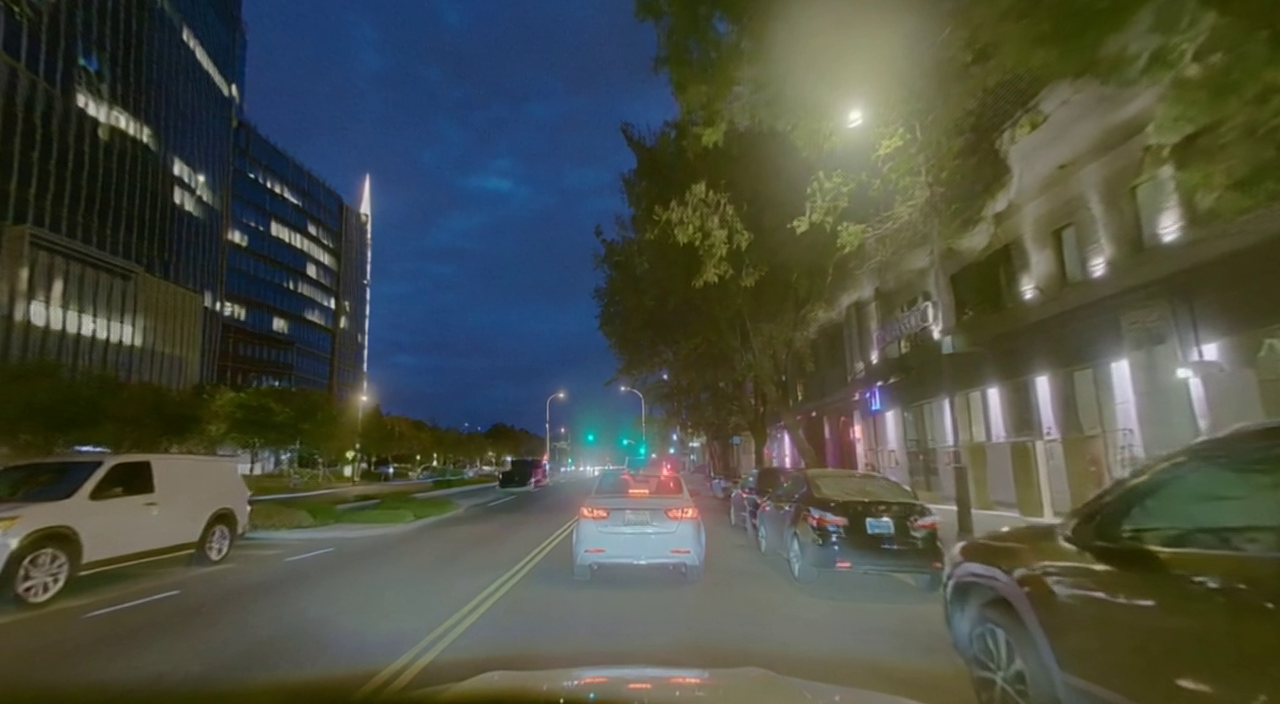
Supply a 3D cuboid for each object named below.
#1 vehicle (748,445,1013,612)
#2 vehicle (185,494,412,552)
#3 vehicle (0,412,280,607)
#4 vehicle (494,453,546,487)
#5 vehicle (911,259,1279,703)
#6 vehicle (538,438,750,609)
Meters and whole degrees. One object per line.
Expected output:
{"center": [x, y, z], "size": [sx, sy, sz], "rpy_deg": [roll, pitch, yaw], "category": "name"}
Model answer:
{"center": [2.672, 2.076, 8.158], "size": [1.884, 1.566, 4.018], "rpy_deg": [1, -10, 1], "category": "vehicle"}
{"center": [-6.825, 3.529, 13.355], "size": [2.223, 0.774, 4.789], "rpy_deg": [1, -10, 0], "category": "vehicle"}
{"center": [-6.722, 1.897, 7.674], "size": [1.994, 1.701, 4.520], "rpy_deg": [-3, -12, -1], "category": "vehicle"}
{"center": [-6.582, 6.592, 34.880], "size": [2.024, 1.654, 4.396], "rpy_deg": [-3, -12, 0], "category": "vehicle"}
{"center": [2.751, 0.744, 1.910], "size": [1.868, 1.920, 4.501], "rpy_deg": [1, -10, 1], "category": "vehicle"}
{"center": [0.050, 1.980, 7.900], "size": [2.018, 1.583, 3.646], "rpy_deg": [1, -10, 0], "category": "vehicle"}
